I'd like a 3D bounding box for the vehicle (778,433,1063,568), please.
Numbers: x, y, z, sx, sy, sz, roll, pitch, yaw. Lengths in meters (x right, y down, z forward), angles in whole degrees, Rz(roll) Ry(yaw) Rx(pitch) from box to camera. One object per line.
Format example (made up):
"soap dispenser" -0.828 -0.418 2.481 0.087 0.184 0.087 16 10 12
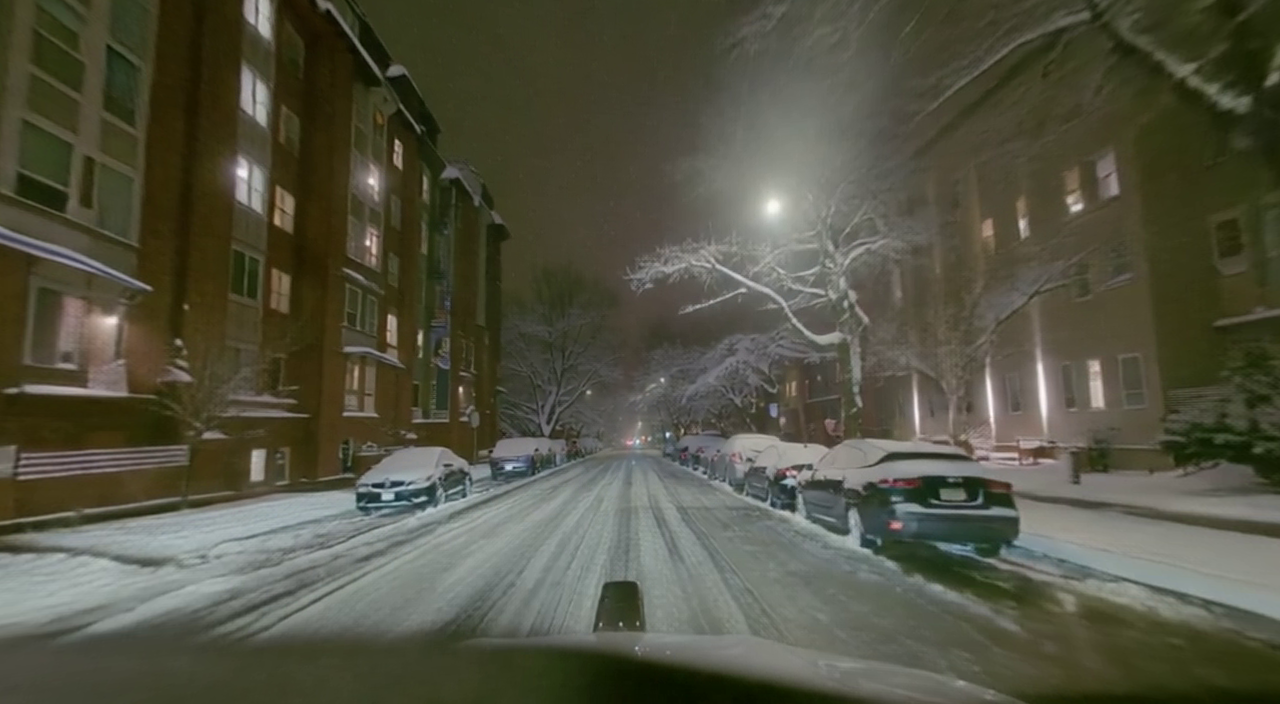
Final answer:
"vehicle" 3.630 1.983 9.388 1.881 1.460 4.737 0 -8 -3

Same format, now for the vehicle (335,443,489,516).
"vehicle" -5.318 2.992 15.497 2.080 1.458 4.511 -1 -8 0

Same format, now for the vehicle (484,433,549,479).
"vehicle" -5.507 4.692 28.800 2.069 1.881 4.697 0 -8 -1
